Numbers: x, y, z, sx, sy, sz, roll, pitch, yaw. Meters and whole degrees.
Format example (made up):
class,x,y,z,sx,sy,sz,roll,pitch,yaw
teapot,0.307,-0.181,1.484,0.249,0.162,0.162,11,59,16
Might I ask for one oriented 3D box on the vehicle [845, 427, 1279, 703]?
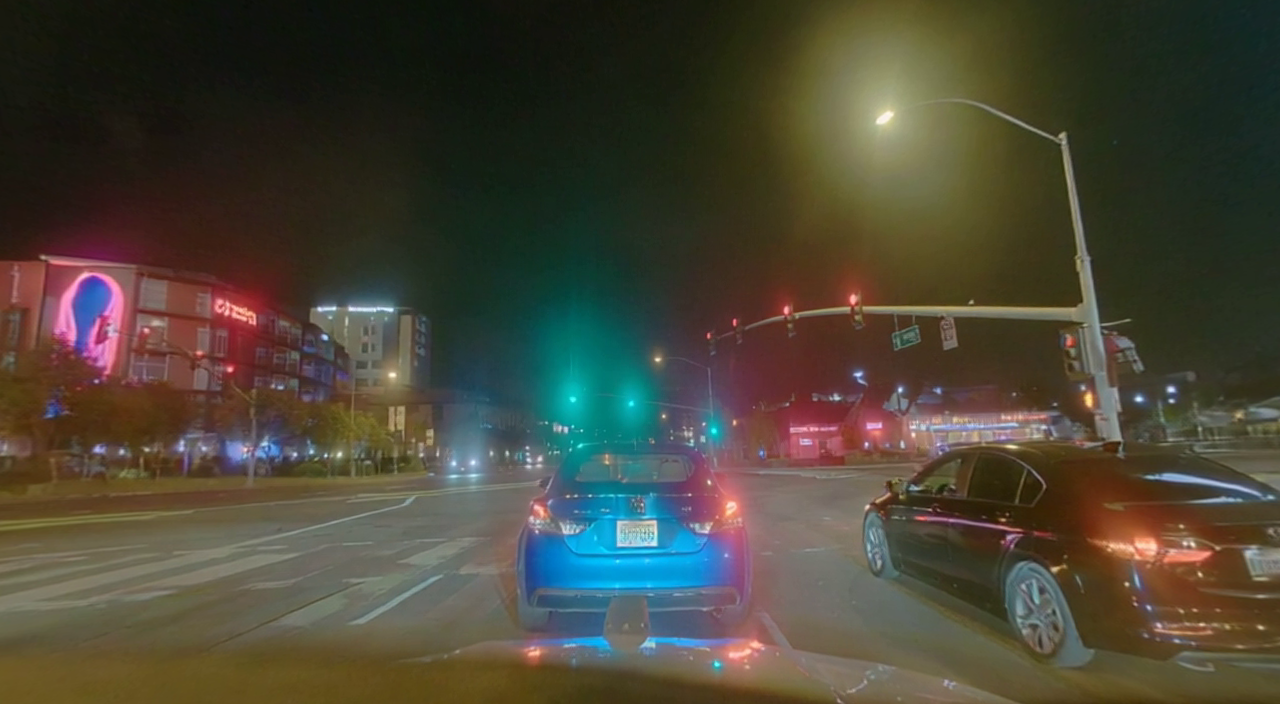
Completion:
class,x,y,z,sx,sy,sz,roll,pitch,yaw
vehicle,3.355,1.397,5.184,1.860,1.430,4.089,0,-8,-1

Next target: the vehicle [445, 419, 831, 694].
class,x,y,z,sx,sy,sz,roll,pitch,yaw
vehicle,-0.054,1.416,5.547,2.094,1.481,4.078,0,-8,-1
